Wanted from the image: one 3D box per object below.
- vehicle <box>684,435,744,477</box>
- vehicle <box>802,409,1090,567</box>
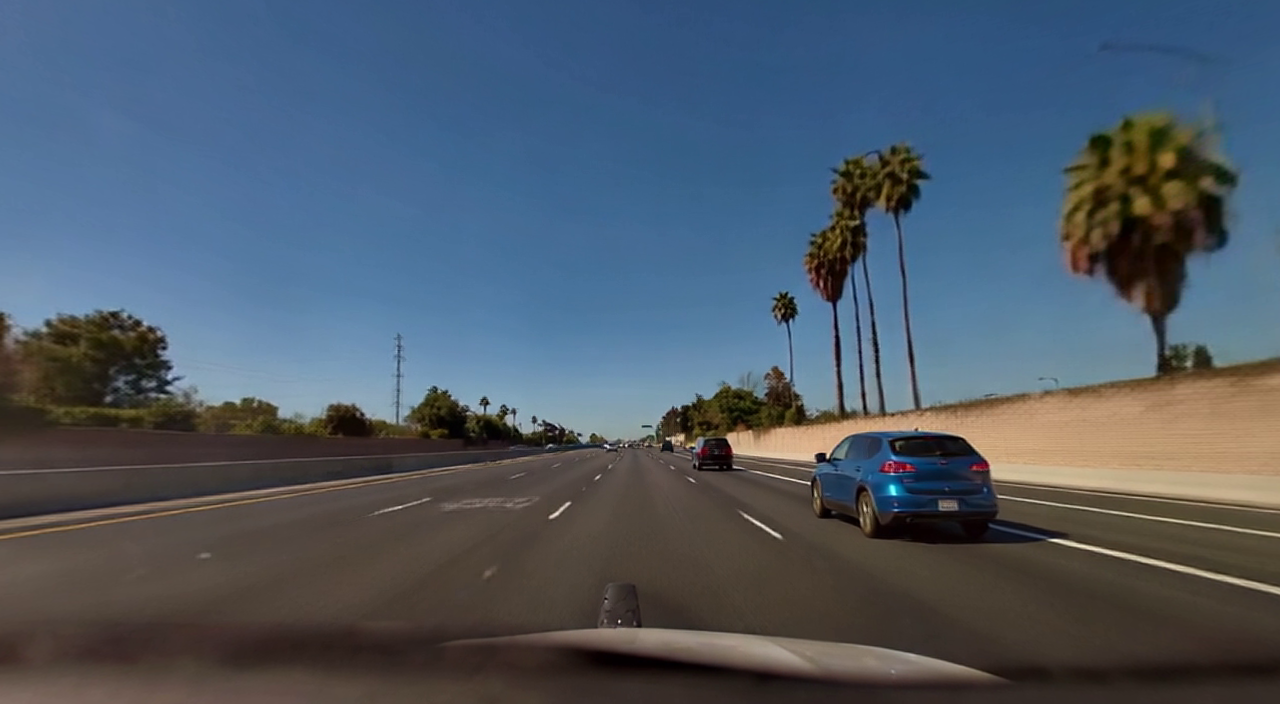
[{"bbox_3d":[3.185,4.580,28.052,2.045,1.688,4.313,0,-9,-1],"label":"vehicle"},{"bbox_3d":[3.869,1.782,9.010,1.910,1.696,4.187,0,-8,-1],"label":"vehicle"}]
